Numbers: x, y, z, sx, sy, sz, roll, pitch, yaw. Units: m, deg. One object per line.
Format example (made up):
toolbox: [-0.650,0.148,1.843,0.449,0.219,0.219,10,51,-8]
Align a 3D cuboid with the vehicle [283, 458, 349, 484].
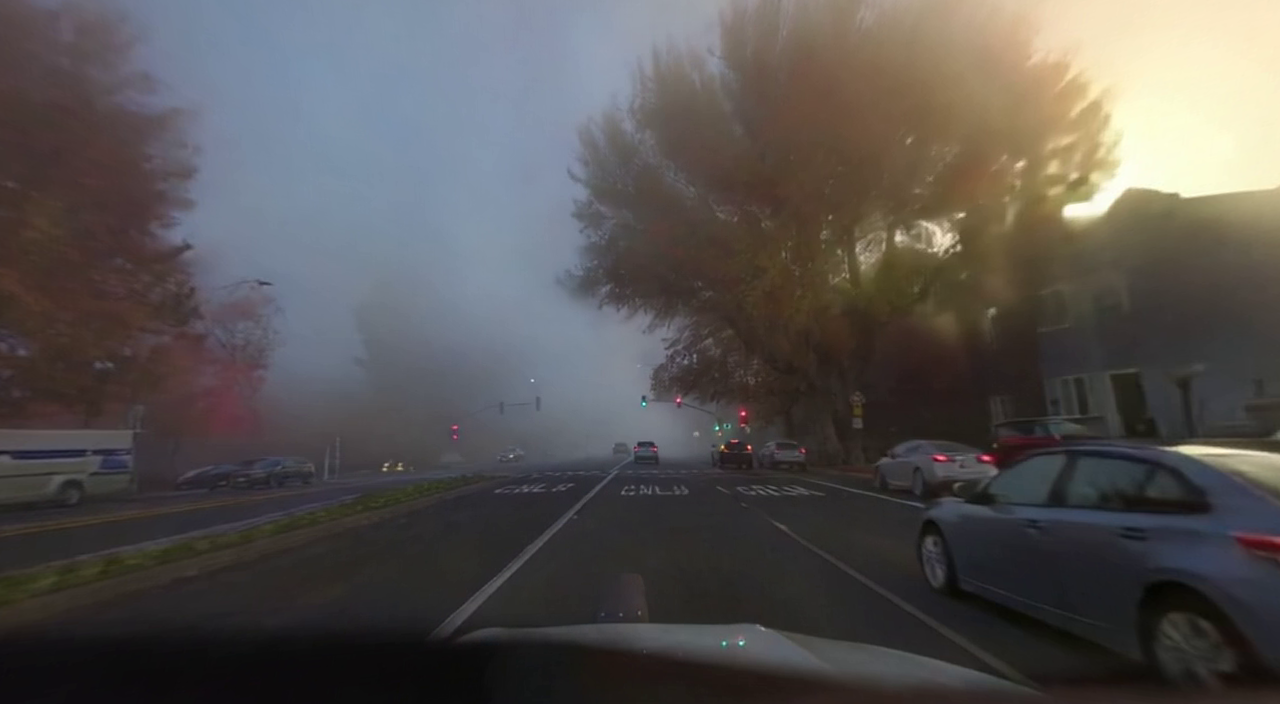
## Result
vehicle: [-21.838,8.015,42.630,1.930,1.542,4.817,0,-9,0]

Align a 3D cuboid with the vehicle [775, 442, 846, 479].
vehicle: [7.390,4.728,27.755,1.928,1.480,4.464,0,-9,1]

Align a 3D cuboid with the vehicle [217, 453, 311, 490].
vehicle: [-21.812,6.929,36.866,2.142,1.900,5.489,0,-9,0]

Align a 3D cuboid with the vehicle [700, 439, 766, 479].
vehicle: [3.866,4.518,26.952,2.178,1.546,4.311,0,-8,0]

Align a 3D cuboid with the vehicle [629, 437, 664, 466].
vehicle: [0.446,6.800,43.097,2.239,1.856,4.815,0,-8,0]

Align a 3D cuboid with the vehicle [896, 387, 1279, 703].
vehicle: [3.337,1.051,3.424,1.977,1.498,4.521,0,-8,0]

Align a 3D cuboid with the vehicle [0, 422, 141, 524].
vehicle: [-22.075,3.996,20.886,2.961,3.271,9.547,0,-9,1]
